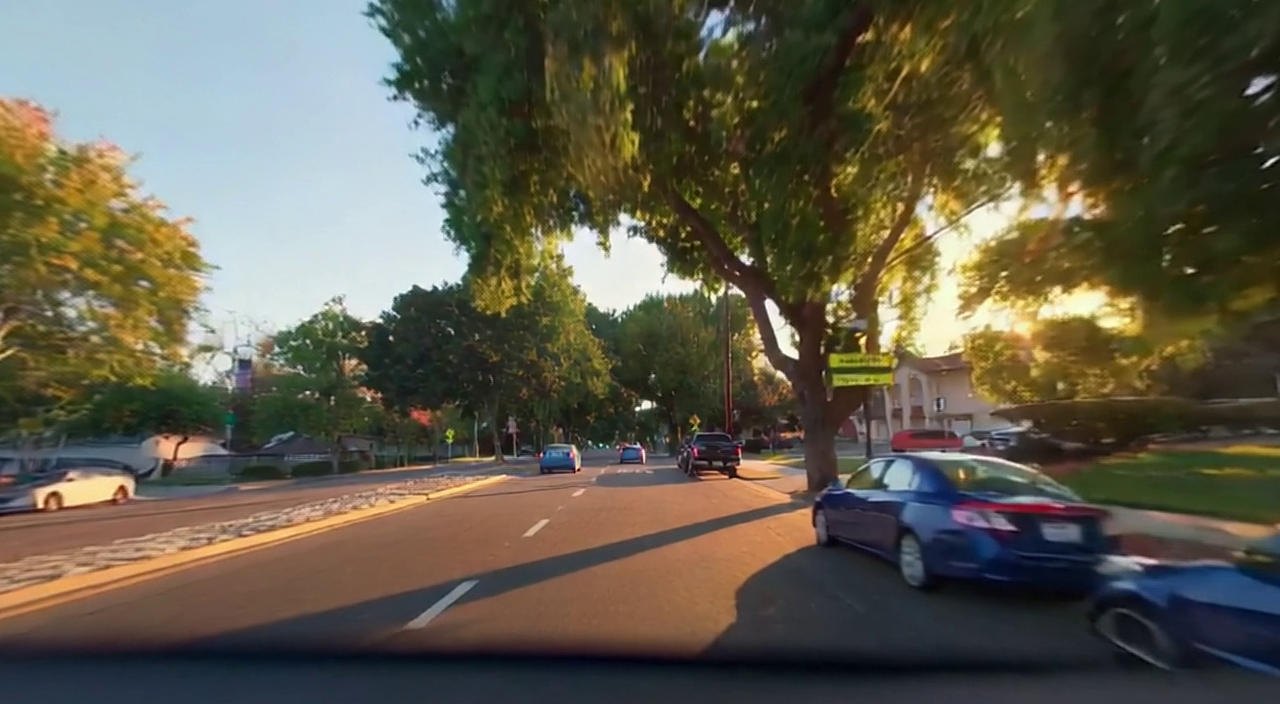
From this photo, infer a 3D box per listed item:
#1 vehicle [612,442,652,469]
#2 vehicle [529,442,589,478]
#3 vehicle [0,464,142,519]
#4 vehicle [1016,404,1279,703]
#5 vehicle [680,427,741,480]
[{"bbox_3d":[-0.466,6.080,37.146,2.187,1.478,4.138,1,-9,-1],"label":"vehicle"},{"bbox_3d":[-3.546,4.835,28.416,2.083,1.460,4.527,1,-9,0],"label":"vehicle"},{"bbox_3d":[-19.317,4.592,21.103,1.812,1.499,4.276,1,-9,-2],"label":"vehicle"},{"bbox_3d":[3.348,0.896,1.734,1.819,1.554,4.638,1,-9,1],"label":"vehicle"},{"bbox_3d":[2.964,4.430,27.667,2.072,2.017,5.590,1,-9,0],"label":"vehicle"}]
